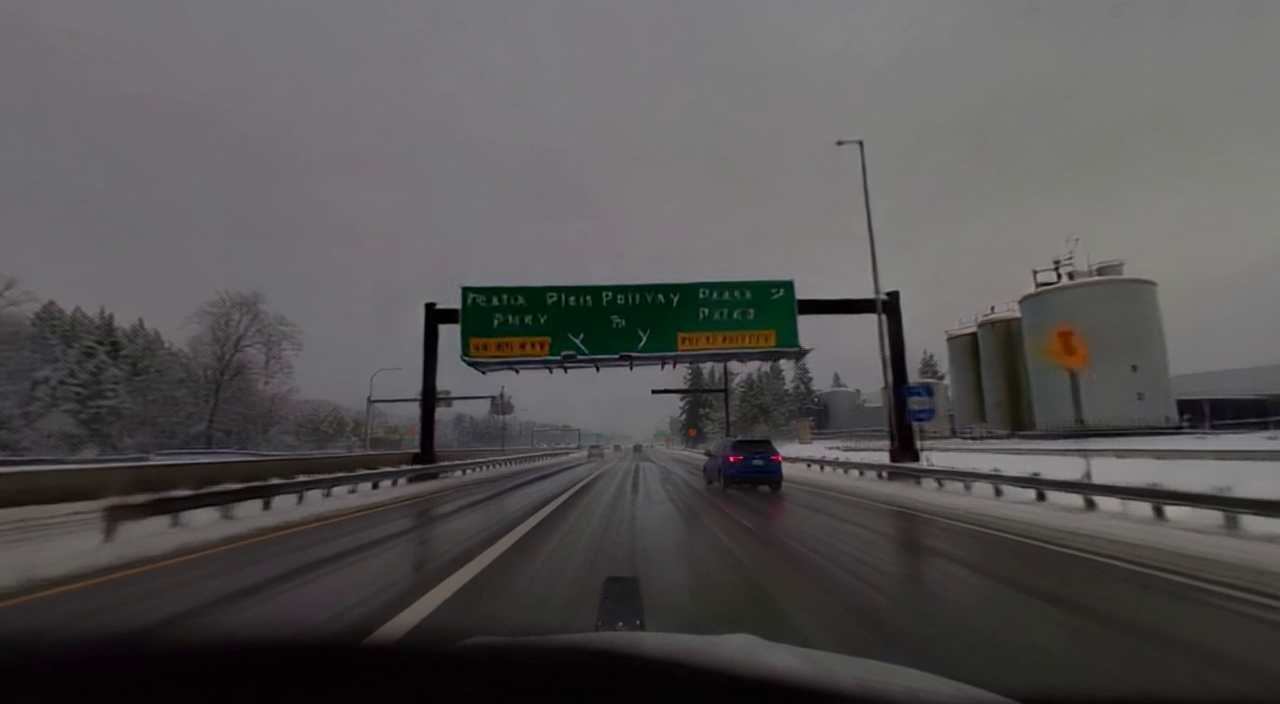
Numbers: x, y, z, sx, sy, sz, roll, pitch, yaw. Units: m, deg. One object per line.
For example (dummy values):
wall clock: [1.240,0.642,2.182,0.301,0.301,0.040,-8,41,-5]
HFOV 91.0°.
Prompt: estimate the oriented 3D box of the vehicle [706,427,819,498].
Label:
vehicle: [3.376,3.198,18.600,2.296,1.790,5.067,0,-9,0]
